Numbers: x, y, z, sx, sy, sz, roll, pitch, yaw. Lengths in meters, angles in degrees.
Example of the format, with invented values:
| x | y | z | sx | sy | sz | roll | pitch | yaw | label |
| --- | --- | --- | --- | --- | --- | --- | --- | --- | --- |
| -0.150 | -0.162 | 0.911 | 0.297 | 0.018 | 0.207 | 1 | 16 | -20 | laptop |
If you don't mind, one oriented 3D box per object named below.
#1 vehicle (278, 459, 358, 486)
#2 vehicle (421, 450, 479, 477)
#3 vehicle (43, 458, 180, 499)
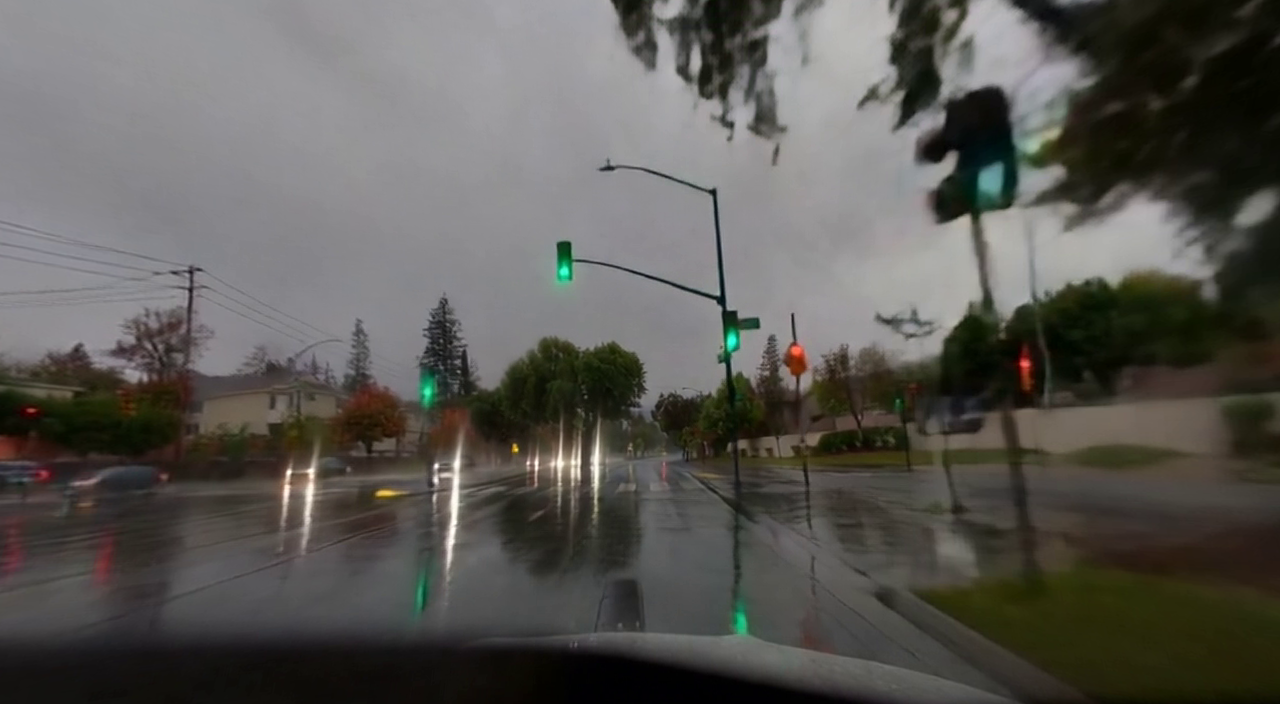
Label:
| x | y | z | sx | sy | sz | roll | pitch | yaw | label |
| --- | --- | --- | --- | --- | --- | --- | --- | --- | --- |
| -21.061 | 7.888 | 41.496 | 1.862 | 1.529 | 4.370 | -4 | -9 | 24 | vehicle |
| -13.559 | 7.938 | 45.432 | 2.106 | 1.782 | 4.974 | -1 | -9 | 7 | vehicle |
| -26.424 | 6.289 | 31.783 | 1.907 | 1.766 | 4.804 | -5 | -10 | 30 | vehicle |
